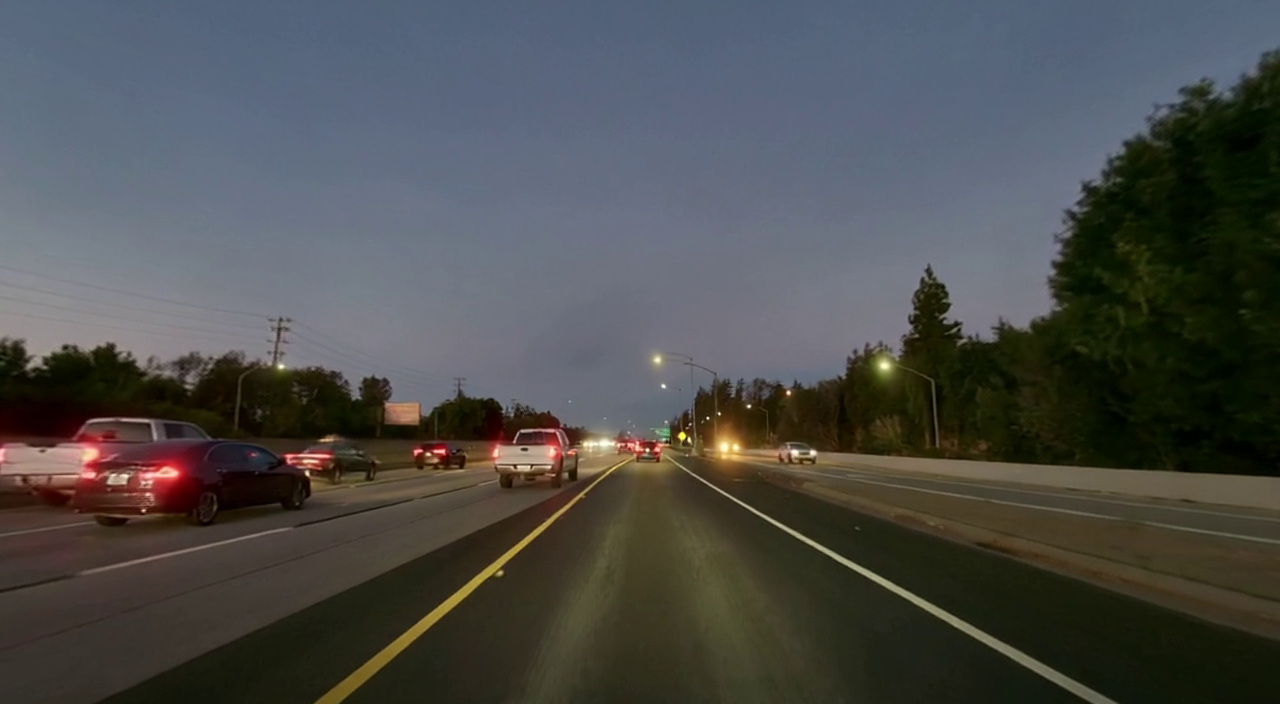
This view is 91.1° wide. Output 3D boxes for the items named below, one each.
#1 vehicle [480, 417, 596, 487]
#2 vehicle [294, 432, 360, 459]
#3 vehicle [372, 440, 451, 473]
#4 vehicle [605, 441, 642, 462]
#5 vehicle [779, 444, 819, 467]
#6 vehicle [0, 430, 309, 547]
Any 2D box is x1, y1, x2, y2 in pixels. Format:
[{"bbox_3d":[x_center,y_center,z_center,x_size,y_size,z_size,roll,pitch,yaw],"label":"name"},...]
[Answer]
[{"bbox_3d":[-3.264,3.463,22.033,2.815,2.092,6.526,0,-8,1],"label":"vehicle"},{"bbox_3d":[-23.943,7.188,48.284,2.170,1.974,5.348,0,-8,2],"label":"vehicle"},{"bbox_3d":[-10.775,4.953,29.988,1.884,1.453,4.579,0,-8,2],"label":"vehicle"},{"bbox_3d":[-1.156,7.215,45.828,2.013,1.444,4.447,-1,-8,8],"label":"vehicle"},{"bbox_3d":[12.449,8.089,49.440,2.048,1.720,4.524,0,-8,2],"label":"vehicle"},{"bbox_3d":[-7.725,2.085,10.358,1.964,1.481,4.425,0,-8,2],"label":"vehicle"}]
